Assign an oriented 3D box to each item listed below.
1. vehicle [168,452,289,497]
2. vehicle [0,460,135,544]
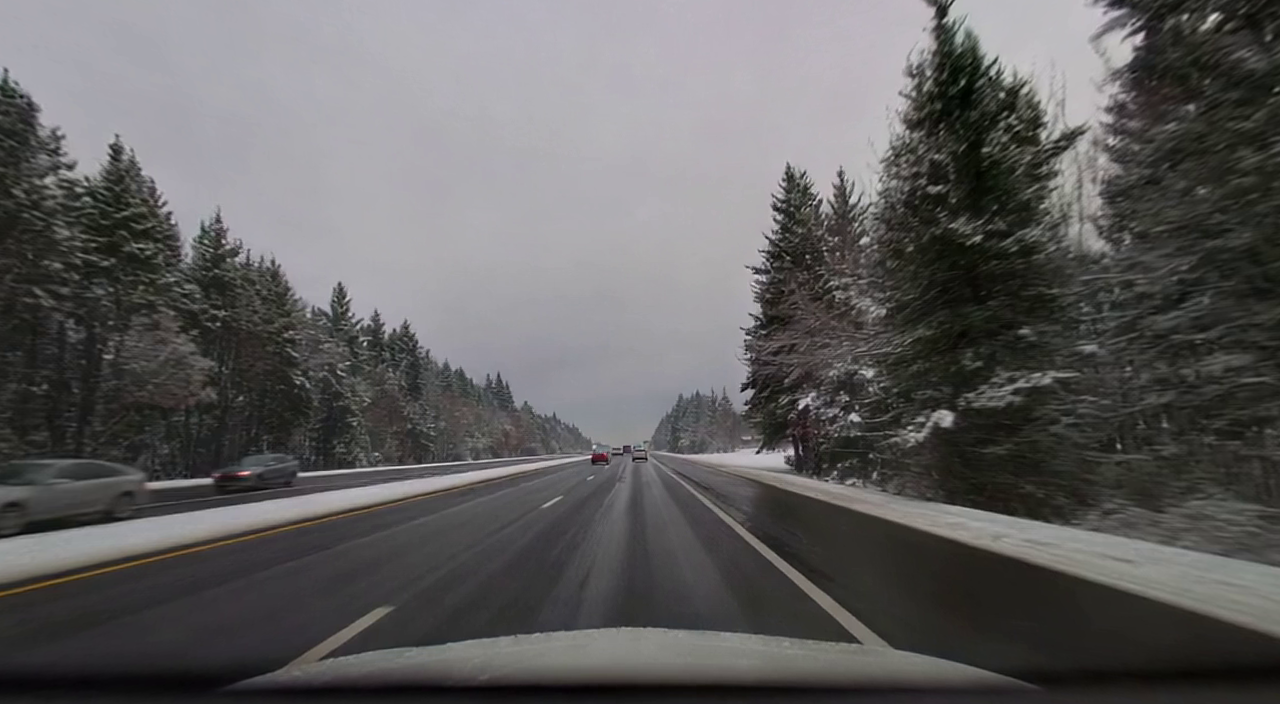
[{"bbox_3d":[-16.870,5.013,26.161,1.995,1.662,4.464,0,-9,0],"label":"vehicle"},{"bbox_3d":[-12.835,2.935,12.493,1.943,1.477,4.441,0,-9,0],"label":"vehicle"}]
